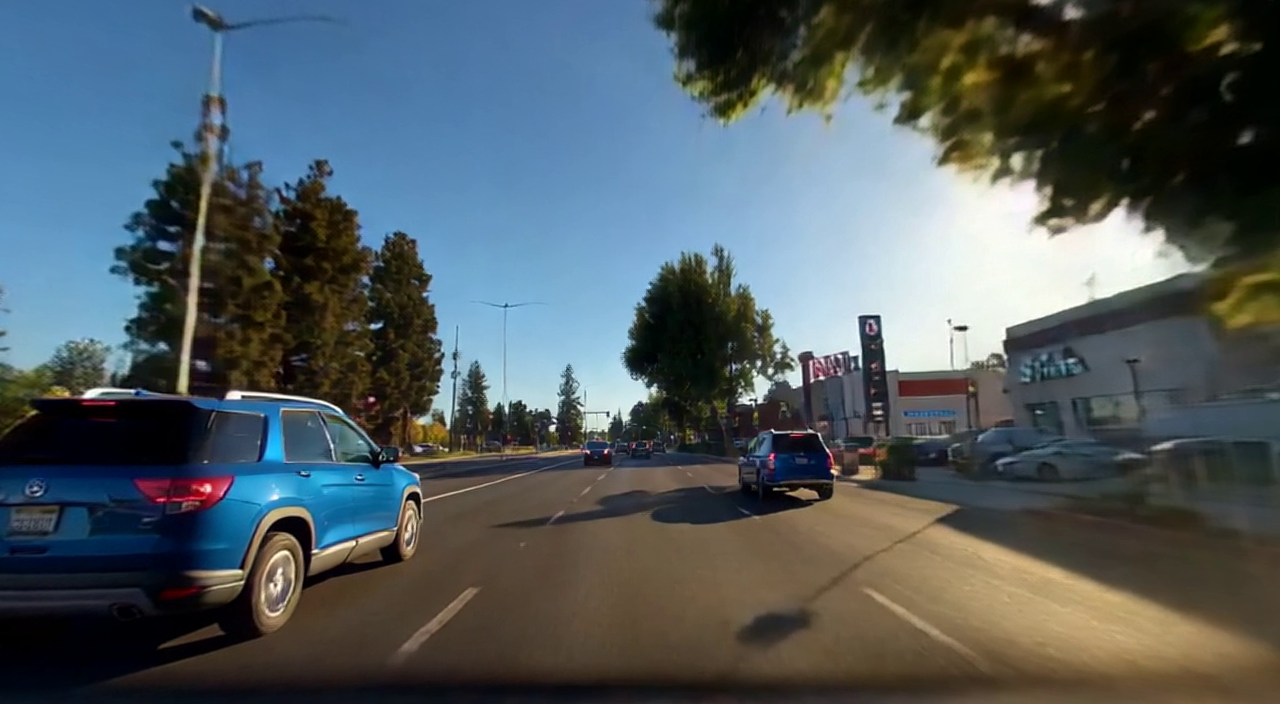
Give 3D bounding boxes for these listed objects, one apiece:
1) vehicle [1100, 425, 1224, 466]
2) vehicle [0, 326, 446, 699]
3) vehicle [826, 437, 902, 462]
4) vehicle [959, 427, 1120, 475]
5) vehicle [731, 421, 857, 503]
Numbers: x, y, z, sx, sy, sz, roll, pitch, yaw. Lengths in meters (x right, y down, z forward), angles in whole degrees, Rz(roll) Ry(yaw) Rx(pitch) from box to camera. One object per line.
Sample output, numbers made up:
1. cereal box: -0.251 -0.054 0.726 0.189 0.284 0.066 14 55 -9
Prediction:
1. vehicle: 24.824 4.486 30.265 1.910 1.785 4.862 0 -8 3
2. vehicle: -3.632 1.165 5.728 2.210 1.925 4.838 0 -8 0
3. vehicle: 13.961 6.088 39.390 4.040 1.497 1.702 0 -8 -1
4. vehicle: 14.911 3.729 23.776 4.647 1.725 1.991 0 -8 1
5. vehicle: 3.703 2.753 16.129 2.024 1.773 4.431 0 -8 -1
